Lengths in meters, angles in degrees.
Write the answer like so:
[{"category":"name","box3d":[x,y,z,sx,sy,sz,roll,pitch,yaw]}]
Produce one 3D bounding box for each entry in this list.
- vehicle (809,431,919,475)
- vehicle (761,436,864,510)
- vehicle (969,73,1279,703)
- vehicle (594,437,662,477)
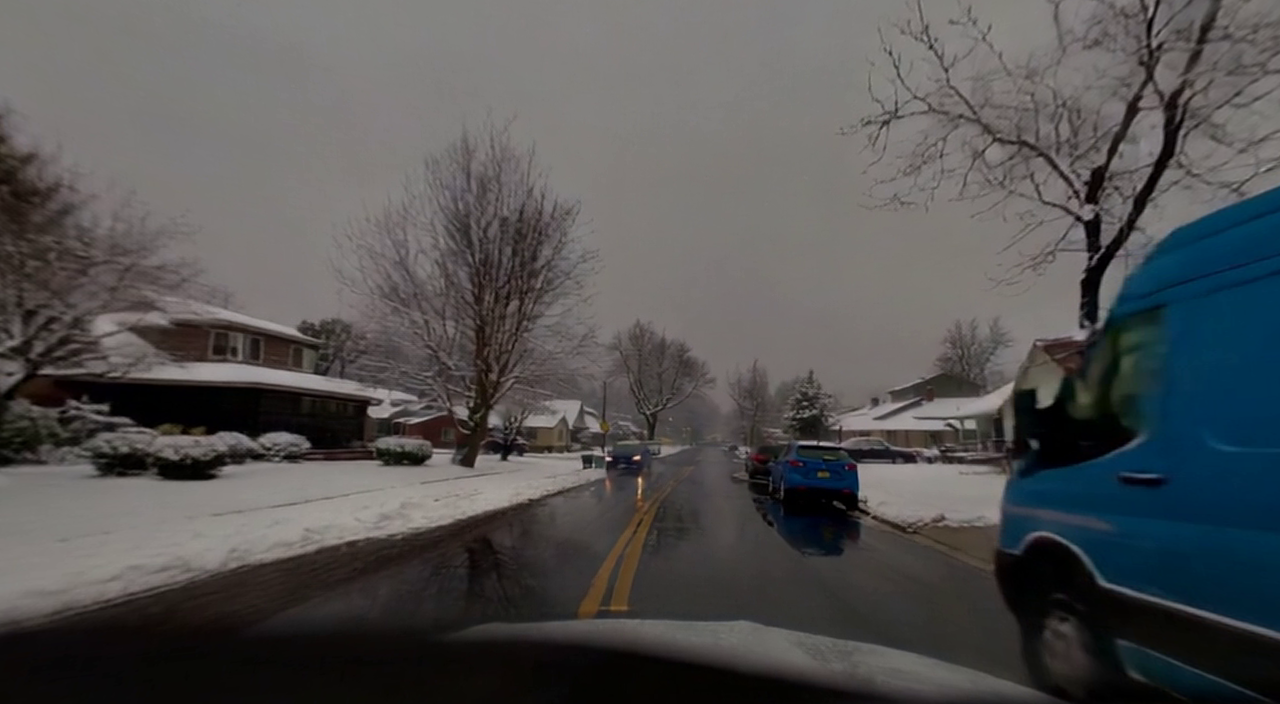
[{"category":"vehicle","box3d":[11.809,5.389,33.685,4.912,1.866,2.359,-5,-9,4]},{"category":"vehicle","box3d":[4.357,3.078,16.607,1.822,1.668,4.147,0,-8,4]},{"category":"vehicle","box3d":[3.644,0.205,1.037,2.684,2.712,6.197,1,-8,-2]},{"category":"vehicle","box3d":[-0.445,5.020,30.554,2.278,1.704,5.321,-1,-9,11]}]
